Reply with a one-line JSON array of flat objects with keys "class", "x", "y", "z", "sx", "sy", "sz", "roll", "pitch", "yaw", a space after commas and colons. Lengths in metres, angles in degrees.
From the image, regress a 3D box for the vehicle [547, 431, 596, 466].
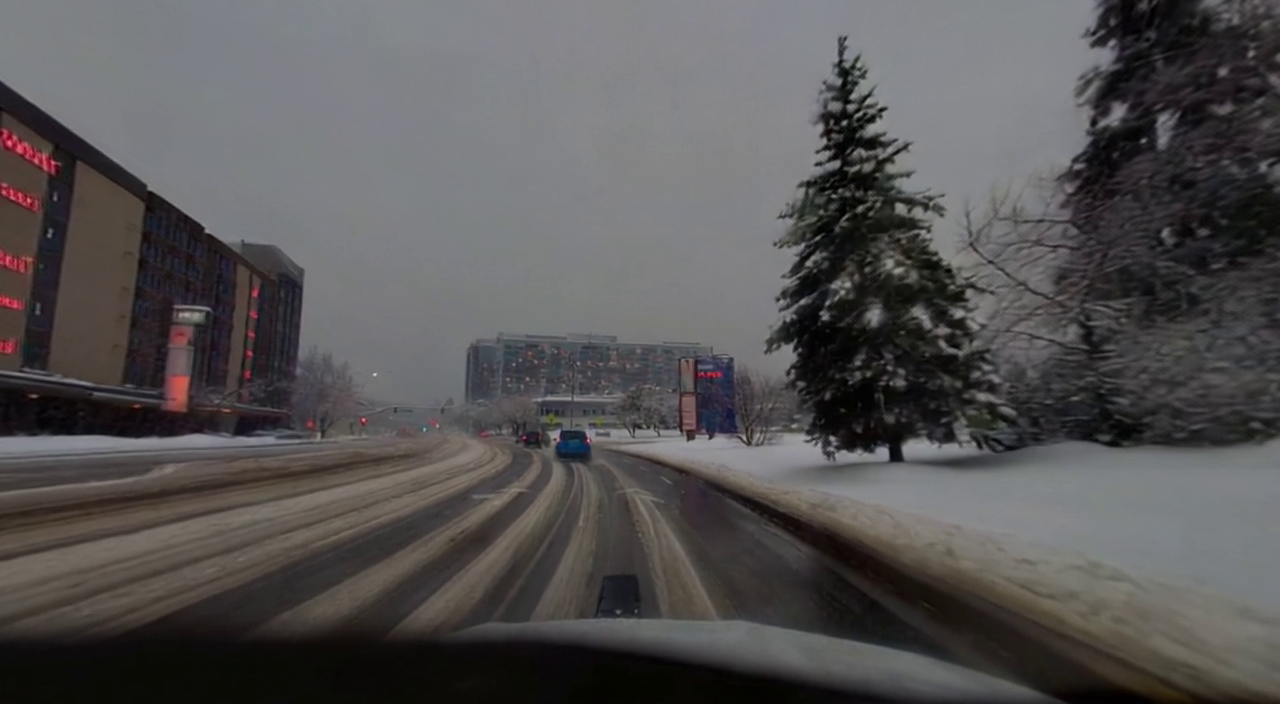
[{"class": "vehicle", "x": -3.435, "y": 4.725, "z": 31.158, "sx": 2.231, "sy": 1.572, "sz": 4.227, "roll": 0, "pitch": -8, "yaw": -7}]
